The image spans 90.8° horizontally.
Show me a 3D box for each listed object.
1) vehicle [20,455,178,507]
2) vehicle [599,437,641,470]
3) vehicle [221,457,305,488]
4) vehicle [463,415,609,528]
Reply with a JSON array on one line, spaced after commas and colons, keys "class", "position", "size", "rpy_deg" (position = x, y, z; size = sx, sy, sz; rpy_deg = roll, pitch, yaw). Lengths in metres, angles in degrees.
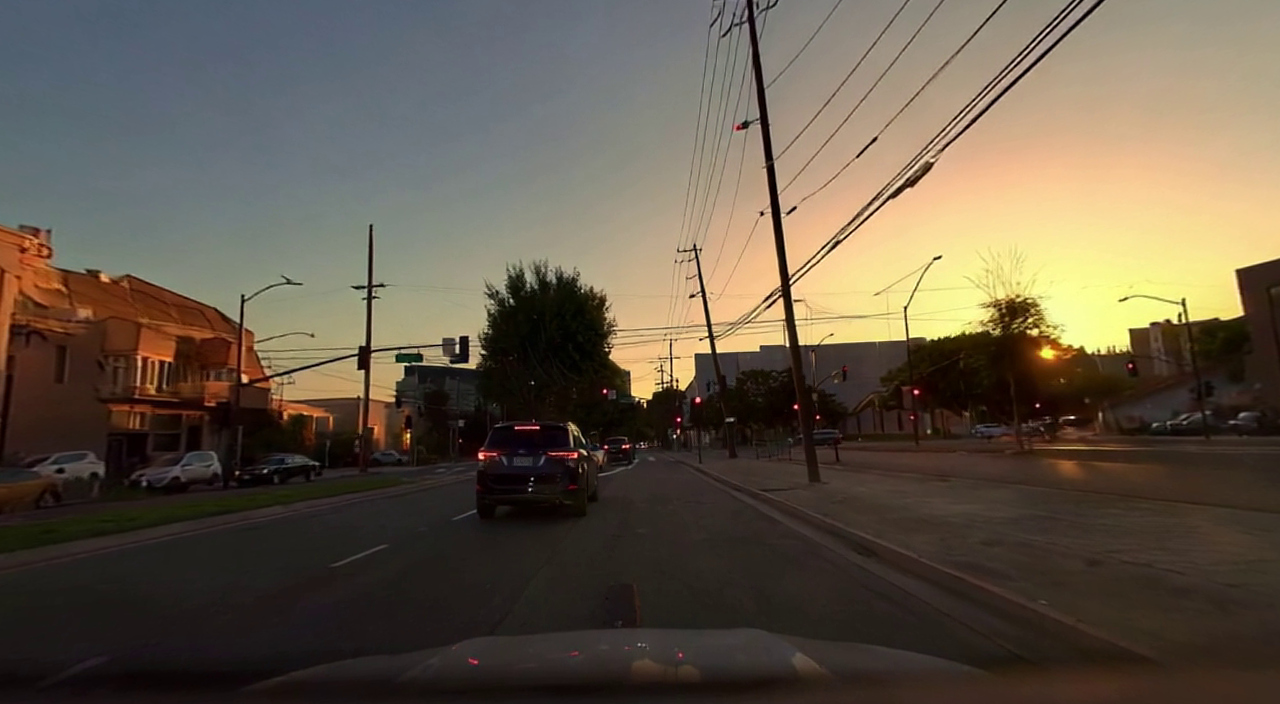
[{"class": "vehicle", "position": [-20.215, 4.805, 23.940], "size": [1.989, 1.689, 4.388], "rpy_deg": [0, -9, 2]}, {"class": "vehicle", "position": [-1.059, 5.584, 34.894], "size": [2.144, 1.681, 3.855], "rpy_deg": [0, -9, -1]}, {"class": "vehicle", "position": [-20.261, 6.470, 34.191], "size": [1.826, 1.430, 4.426], "rpy_deg": [0, -9, -1]}, {"class": "vehicle", "position": [-1.729, 2.190, 12.019], "size": [2.022, 1.757, 4.041], "rpy_deg": [0, -9, 1]}]
